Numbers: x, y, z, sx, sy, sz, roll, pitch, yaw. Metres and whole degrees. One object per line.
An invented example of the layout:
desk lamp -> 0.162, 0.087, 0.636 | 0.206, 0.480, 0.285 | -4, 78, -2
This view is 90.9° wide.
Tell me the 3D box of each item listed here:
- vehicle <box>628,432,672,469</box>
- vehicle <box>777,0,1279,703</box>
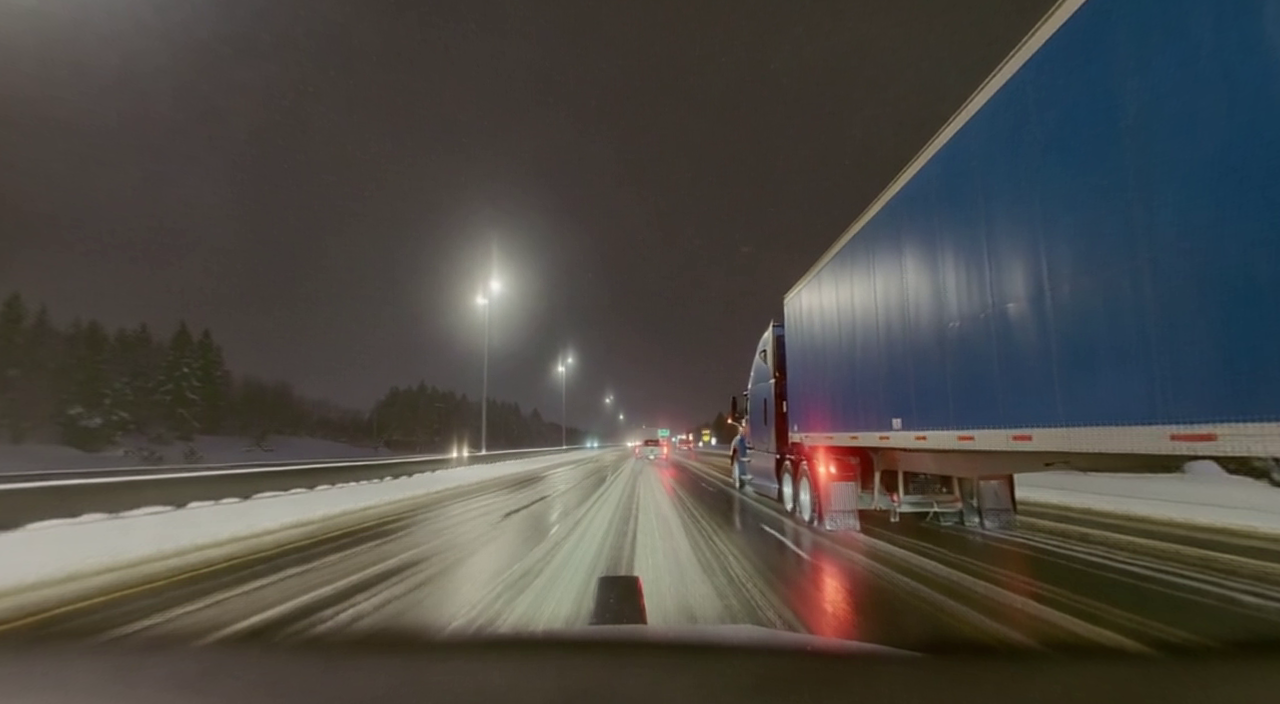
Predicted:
vehicle -> 0.545, 5.327, 34.216 | 2.205, 1.860, 4.301 | -1, -8, 1
vehicle -> 3.930, -0.106, 3.716 | 3.019, 4.145, 16.453 | -1, -8, 2
